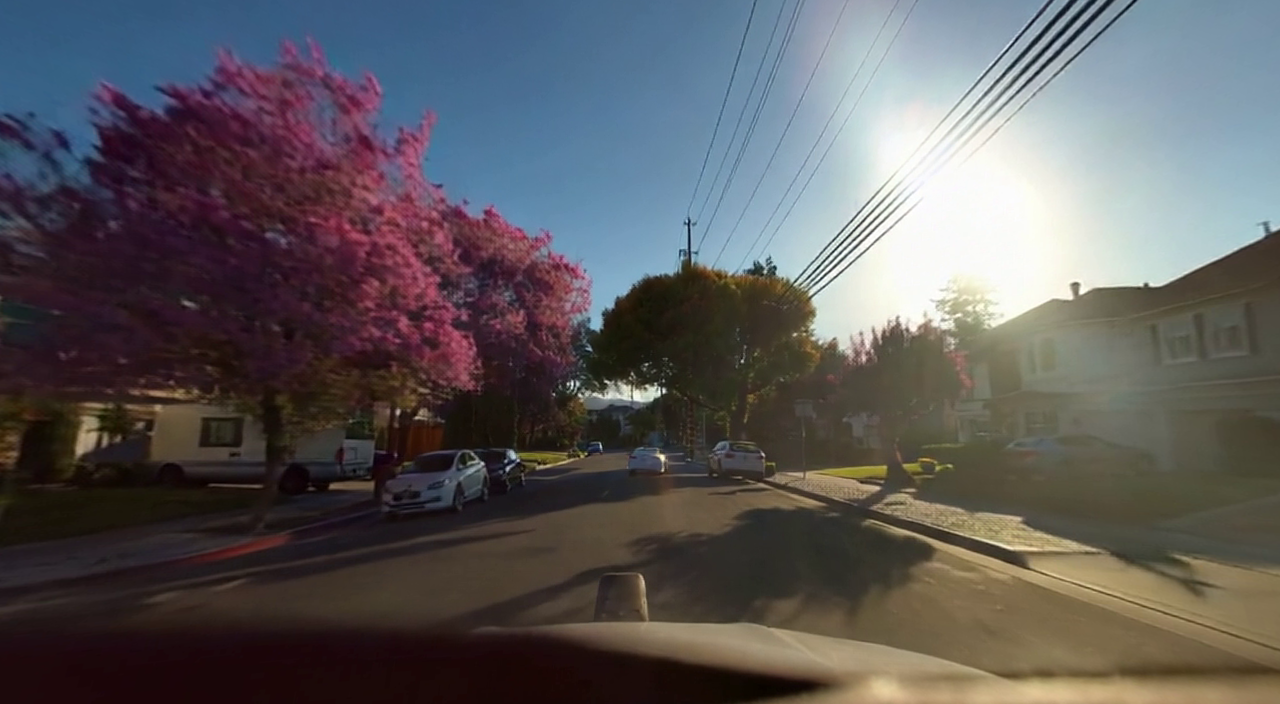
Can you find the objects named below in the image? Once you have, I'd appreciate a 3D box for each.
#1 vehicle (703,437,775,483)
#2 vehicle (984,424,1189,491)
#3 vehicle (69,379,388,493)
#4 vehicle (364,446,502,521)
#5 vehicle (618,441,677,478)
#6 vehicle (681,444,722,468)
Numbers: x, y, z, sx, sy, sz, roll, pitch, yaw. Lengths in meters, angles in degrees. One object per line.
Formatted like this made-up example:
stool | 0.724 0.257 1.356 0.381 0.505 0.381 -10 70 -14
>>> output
vehicle | 3.832 4.267 25.264 2.103 1.679 4.386 0 -9 -1
vehicle | 12.346 2.932 17.729 4.186 1.748 1.992 0 -8 1
vehicle | -13.047 2.754 20.659 8.239 3.354 2.902 1 -9 1
vehicle | -4.849 3.099 15.539 1.874 1.413 4.442 0 -7 0
vehicle | 0.432 4.574 27.246 2.075 1.449 4.526 -1 -9 7
vehicle | 3.961 6.787 41.545 2.006 1.489 4.753 0 -8 -2
